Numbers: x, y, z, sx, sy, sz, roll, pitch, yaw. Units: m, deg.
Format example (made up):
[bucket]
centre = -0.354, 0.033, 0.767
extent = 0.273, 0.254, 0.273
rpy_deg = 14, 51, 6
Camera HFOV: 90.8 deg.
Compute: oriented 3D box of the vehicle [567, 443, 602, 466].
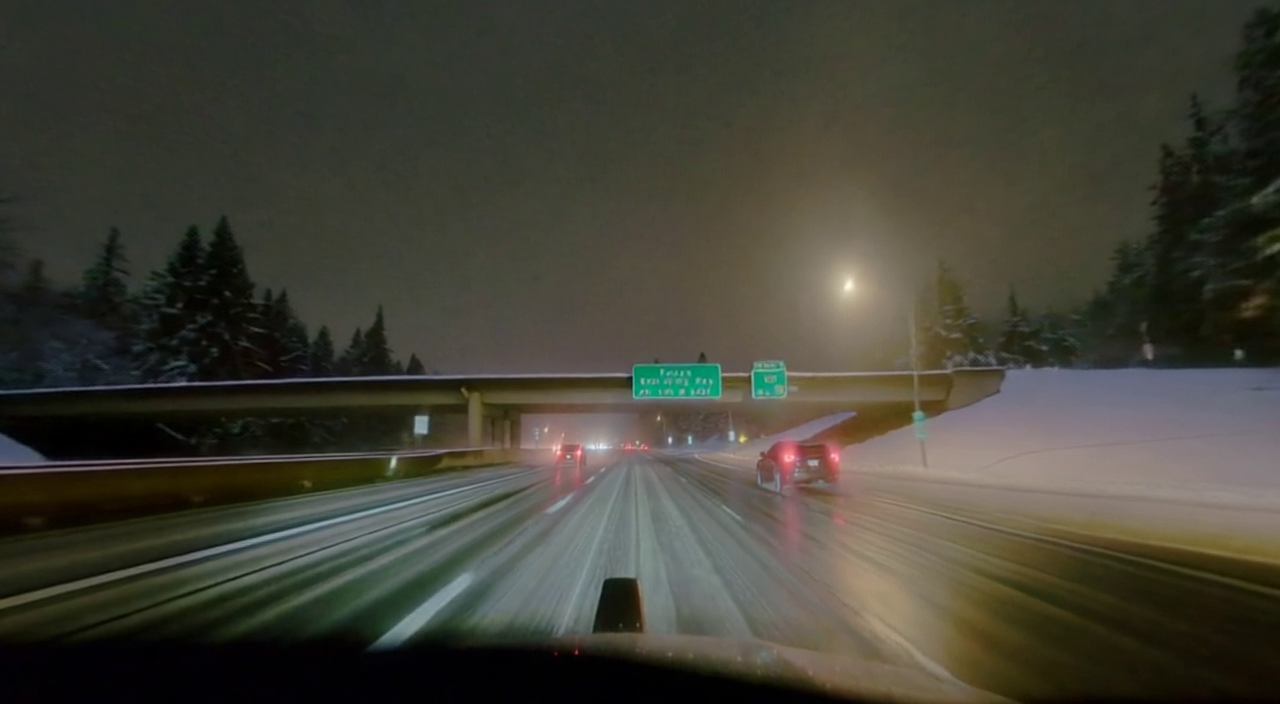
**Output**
[vehicle]
centre = -3.908, 7.281, 45.050
extent = 2.091, 1.544, 4.409
rpy_deg = 0, -8, 0
